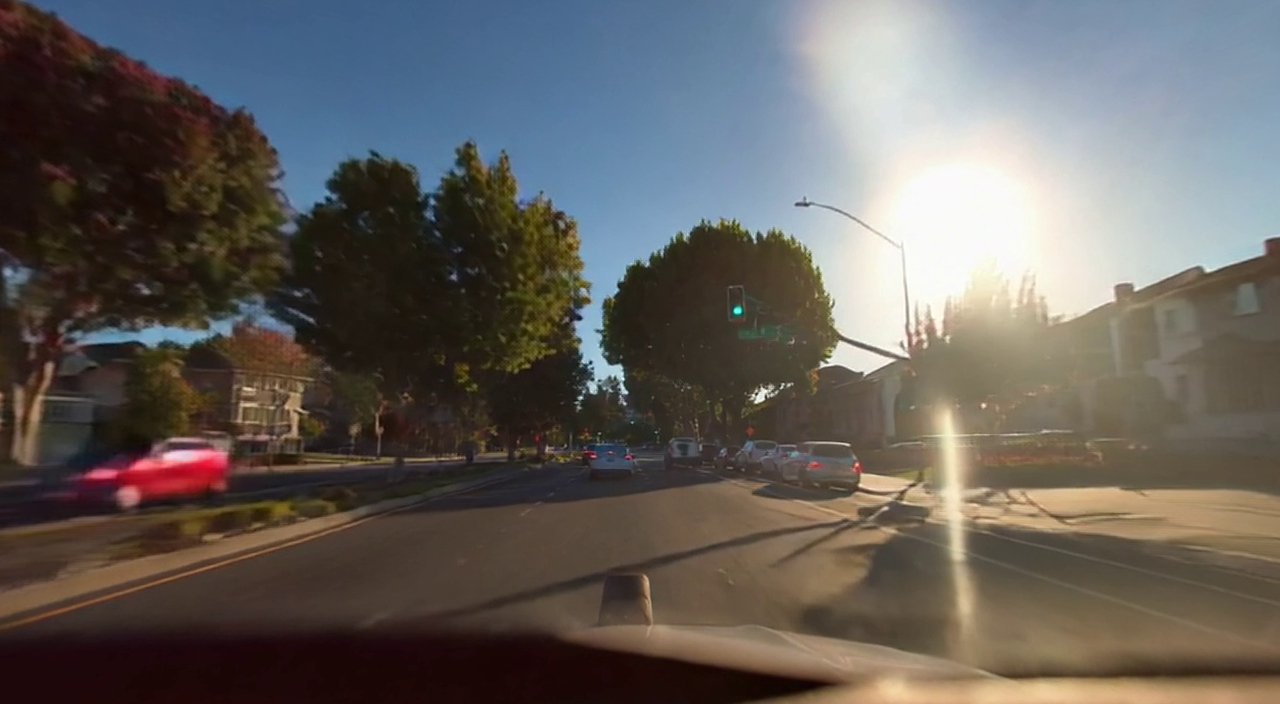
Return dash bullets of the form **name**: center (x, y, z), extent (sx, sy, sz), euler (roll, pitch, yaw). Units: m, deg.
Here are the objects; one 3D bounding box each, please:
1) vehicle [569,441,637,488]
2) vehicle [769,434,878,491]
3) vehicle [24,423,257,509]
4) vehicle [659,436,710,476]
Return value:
- **vehicle**: center (-1.248, 3.911, 22.207), extent (2.140, 1.474, 4.026), euler (0, -8, -2)
- **vehicle**: center (6.565, 4.069, 23.344), extent (2.184, 1.786, 5.497), euler (2, -10, -3)
- **vehicle**: center (-12.339, 2.832, 16.153), extent (2.097, 1.826, 4.812), euler (0, -8, -2)
- **vehicle**: center (2.087, 5.053, 30.911), extent (2.073, 1.822, 4.276), euler (0, -8, -2)
